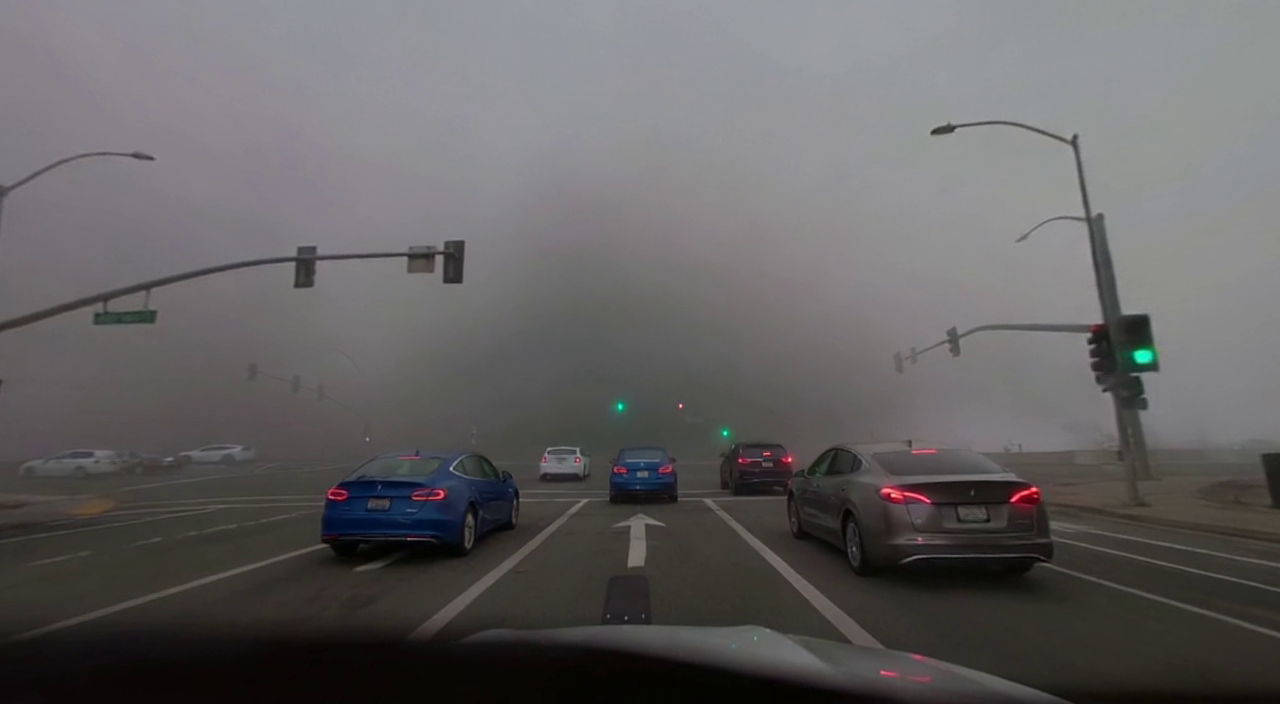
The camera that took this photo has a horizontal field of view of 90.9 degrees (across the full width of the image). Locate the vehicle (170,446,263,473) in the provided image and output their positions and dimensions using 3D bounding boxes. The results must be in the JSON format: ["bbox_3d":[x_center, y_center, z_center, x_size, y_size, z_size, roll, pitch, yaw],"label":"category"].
[{"bbox_3d":[-29.144,7.410,43.450,4.916,1.793,2.082,-1,-9,3],"label":"vehicle"}]

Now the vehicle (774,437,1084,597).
[{"bbox_3d":[3.311,1.942,8.500,1.951,1.522,4.614,0,-8,-1],"label":"vehicle"}]

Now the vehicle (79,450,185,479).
[{"bbox_3d":[-30.260,6.675,37.652,4.427,1.629,2.213,-1,-9,2],"label":"vehicle"}]

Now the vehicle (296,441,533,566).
[{"bbox_3d":[-3.104,2.169,9.870,2.015,1.478,4.407,0,-8,1],"label":"vehicle"}]

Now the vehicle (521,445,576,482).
[{"bbox_3d":[-4.271,5.037,28.904,2.089,1.537,4.073,2,-9,-14],"label":"vehicle"}]

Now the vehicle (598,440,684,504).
[{"bbox_3d":[-0.044,3.330,17.904,2.144,1.563,4.218,0,-9,-2],"label":"vehicle"}]

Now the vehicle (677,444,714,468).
[{"bbox_3d":[4.005,7.532,45.875,2.138,1.624,4.417,0,-9,-2],"label":"vehicle"}]

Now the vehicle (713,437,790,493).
[{"bbox_3d":[3.754,3.868,21.945,1.938,1.732,4.006,0,-9,0],"label":"vehicle"}]

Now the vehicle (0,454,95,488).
[{"bbox_3d":[-29.720,5.764,30.613,4.551,1.533,2.070,-1,-9,2],"label":"vehicle"}]
